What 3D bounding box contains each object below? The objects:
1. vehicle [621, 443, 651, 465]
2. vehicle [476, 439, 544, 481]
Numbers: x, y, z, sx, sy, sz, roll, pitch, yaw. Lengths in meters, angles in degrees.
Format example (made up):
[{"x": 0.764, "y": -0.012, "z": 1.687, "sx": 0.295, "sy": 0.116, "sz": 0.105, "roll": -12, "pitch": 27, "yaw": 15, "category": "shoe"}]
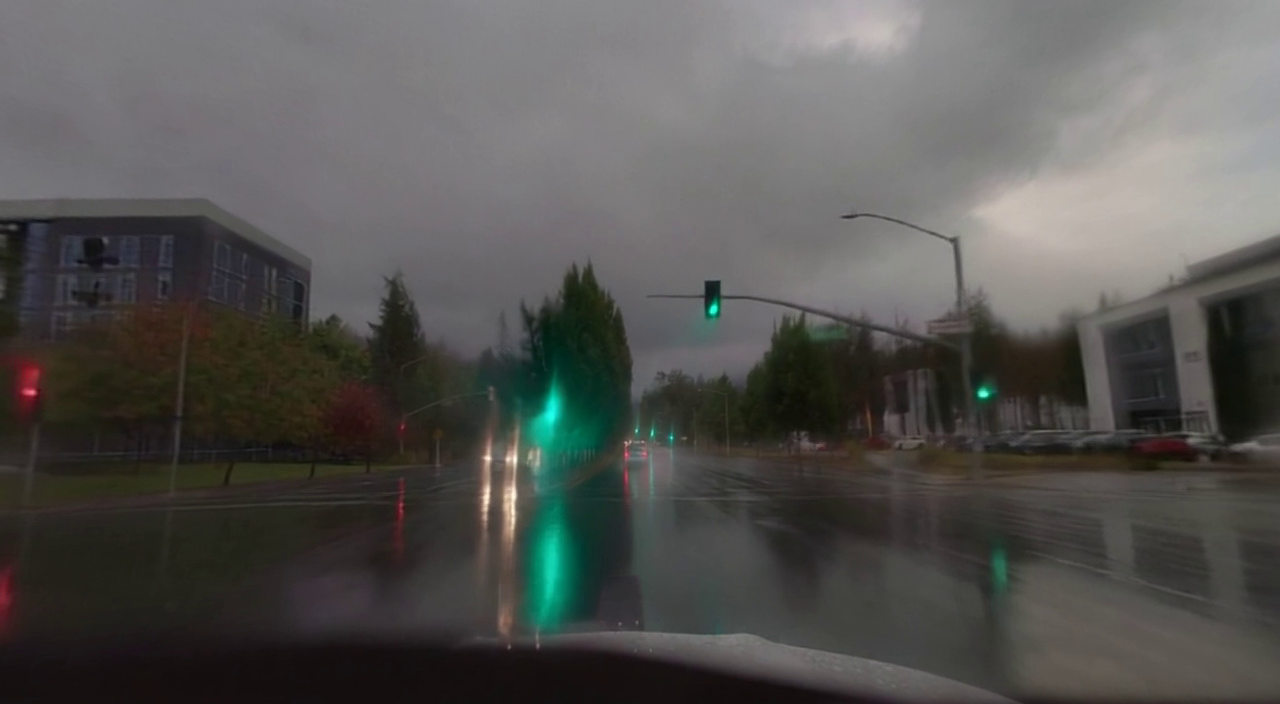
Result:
[{"x": -0.307, "y": 7.254, "z": 44.914, "sx": 2.064, "sy": 1.477, "sz": 3.968, "roll": 0, "pitch": -9, "yaw": -1, "category": "vehicle"}, {"x": -5.467, "y": 4.590, "z": 27.020, "sx": 2.016, "sy": 1.631, "sz": 4.148, "roll": 0, "pitch": -9, "yaw": 0, "category": "vehicle"}]
